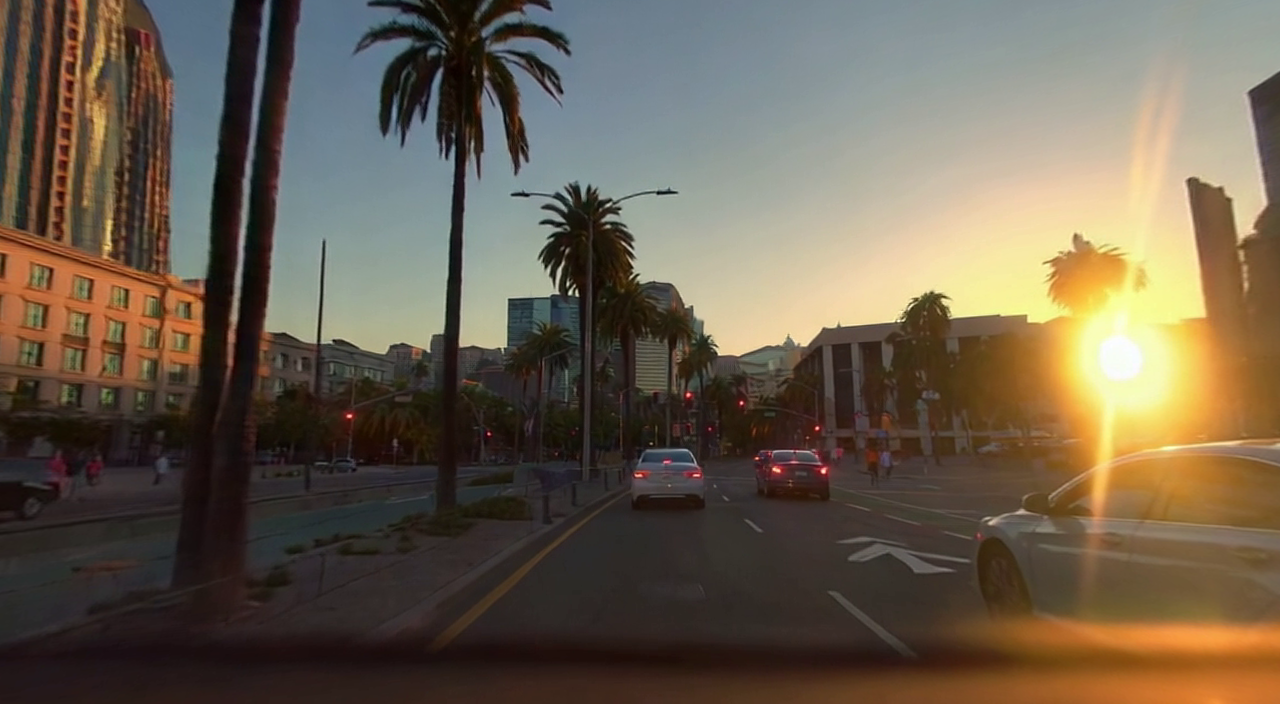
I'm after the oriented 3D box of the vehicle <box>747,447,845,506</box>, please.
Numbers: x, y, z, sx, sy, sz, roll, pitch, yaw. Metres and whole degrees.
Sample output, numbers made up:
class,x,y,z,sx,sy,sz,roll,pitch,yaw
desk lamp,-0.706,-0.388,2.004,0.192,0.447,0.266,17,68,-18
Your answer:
class,x,y,z,sx,sy,sz,roll,pitch,yaw
vehicle,4.357,3.507,18.347,1.920,1.490,4.417,-1,-9,3

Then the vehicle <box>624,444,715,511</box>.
class,x,y,z,sx,sy,sz,roll,pitch,yaw
vehicle,0.806,3.159,16.323,2.078,1.503,3.681,-1,-9,4

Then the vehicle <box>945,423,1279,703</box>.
class,x,y,z,sx,sy,sz,roll,pitch,yaw
vehicle,3.796,1.199,3.746,1.913,1.469,4.425,-1,-9,3
